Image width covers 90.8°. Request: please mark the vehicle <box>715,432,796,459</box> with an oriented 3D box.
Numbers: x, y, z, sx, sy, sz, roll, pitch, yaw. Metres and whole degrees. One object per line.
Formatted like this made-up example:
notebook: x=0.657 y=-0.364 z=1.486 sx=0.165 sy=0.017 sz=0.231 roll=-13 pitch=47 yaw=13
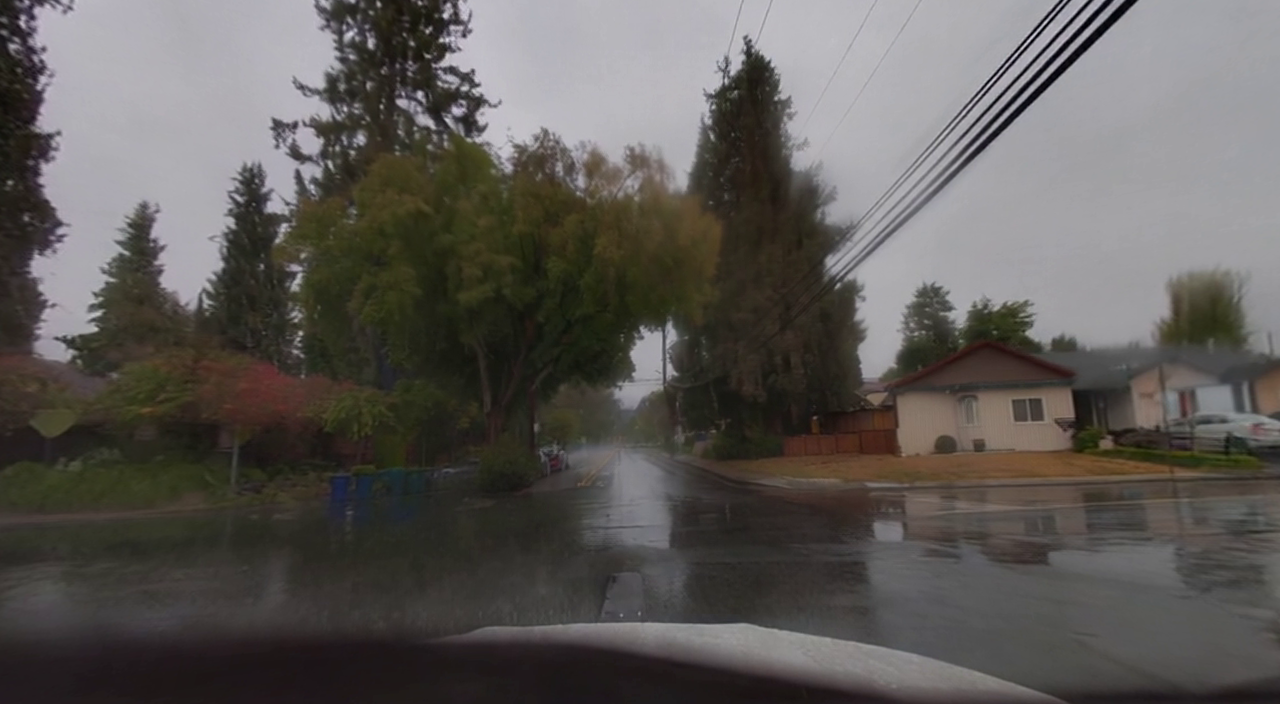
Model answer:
vehicle: x=7.388 y=6.020 z=40.705 sx=4.784 sy=1.647 sz=1.947 roll=0 pitch=-8 yaw=-5
